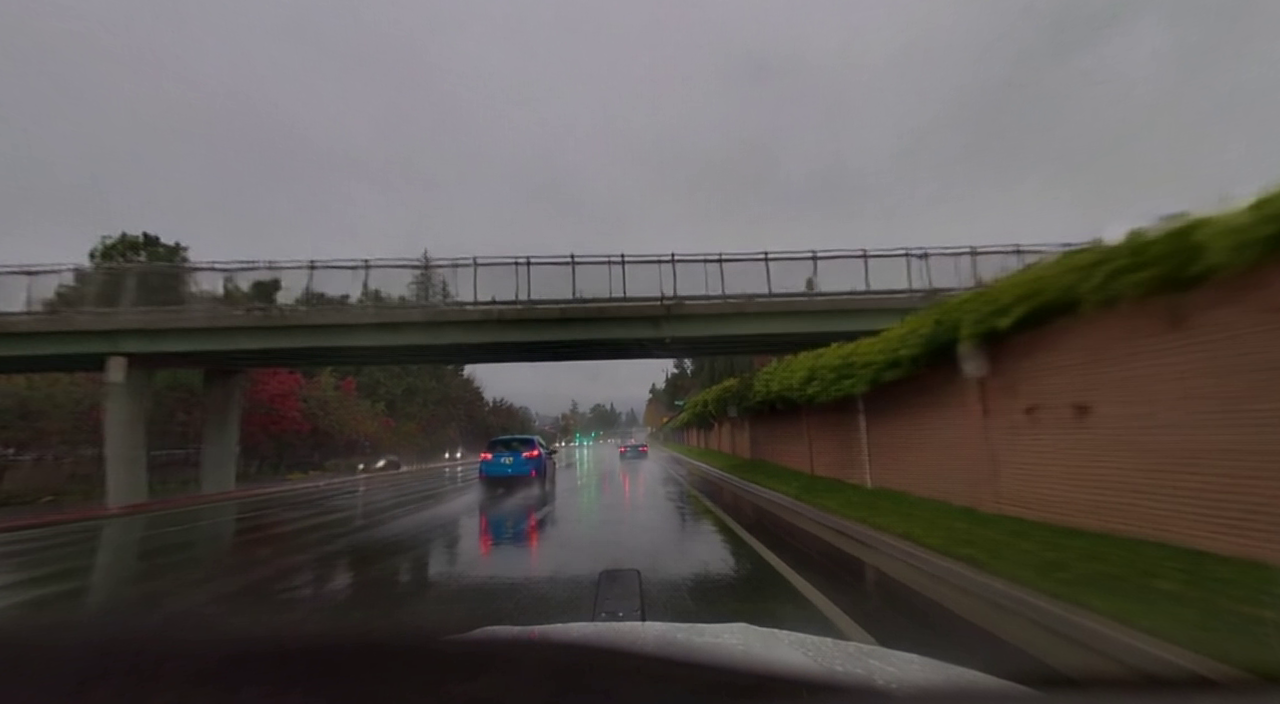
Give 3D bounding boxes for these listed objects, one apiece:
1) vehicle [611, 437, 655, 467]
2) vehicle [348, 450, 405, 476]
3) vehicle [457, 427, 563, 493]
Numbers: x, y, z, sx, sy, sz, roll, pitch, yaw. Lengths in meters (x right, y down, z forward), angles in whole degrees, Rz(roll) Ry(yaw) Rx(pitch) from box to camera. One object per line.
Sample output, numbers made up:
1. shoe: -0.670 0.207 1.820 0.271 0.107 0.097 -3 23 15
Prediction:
1. vehicle: -0.395 5.410 34.440 2.205 1.509 4.272 0 -8 -1
2. vehicle: -18.079 7.626 43.585 1.983 1.552 4.798 0 -8 -1
3. vehicle: -3.811 3.247 19.430 2.223 1.771 4.581 0 -8 1
